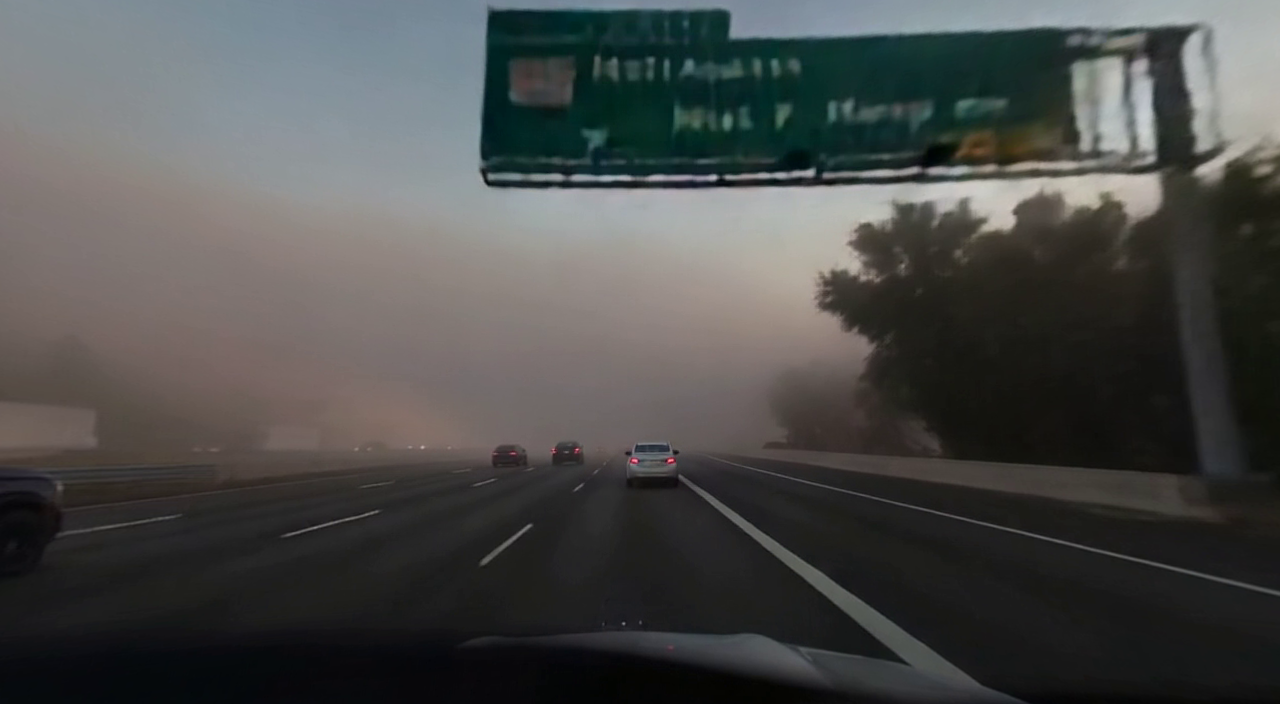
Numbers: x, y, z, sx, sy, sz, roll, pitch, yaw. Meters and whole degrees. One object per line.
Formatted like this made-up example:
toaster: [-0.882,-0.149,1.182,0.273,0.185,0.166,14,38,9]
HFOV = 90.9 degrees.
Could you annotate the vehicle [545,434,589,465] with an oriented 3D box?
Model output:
vehicle: [-4.426,5.978,38.872,2.289,1.777,4.534,0,-8,-2]

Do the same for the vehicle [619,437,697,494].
vehicle: [0.423,3.310,18.816,2.082,1.482,4.126,0,-8,-1]

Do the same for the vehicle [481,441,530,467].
vehicle: [-8.119,6.196,38.438,1.974,1.464,4.733,0,-8,-1]

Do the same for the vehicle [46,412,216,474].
vehicle: [-29.091,5.319,36.819,2.815,3.121,8.954,0,-8,-3]
